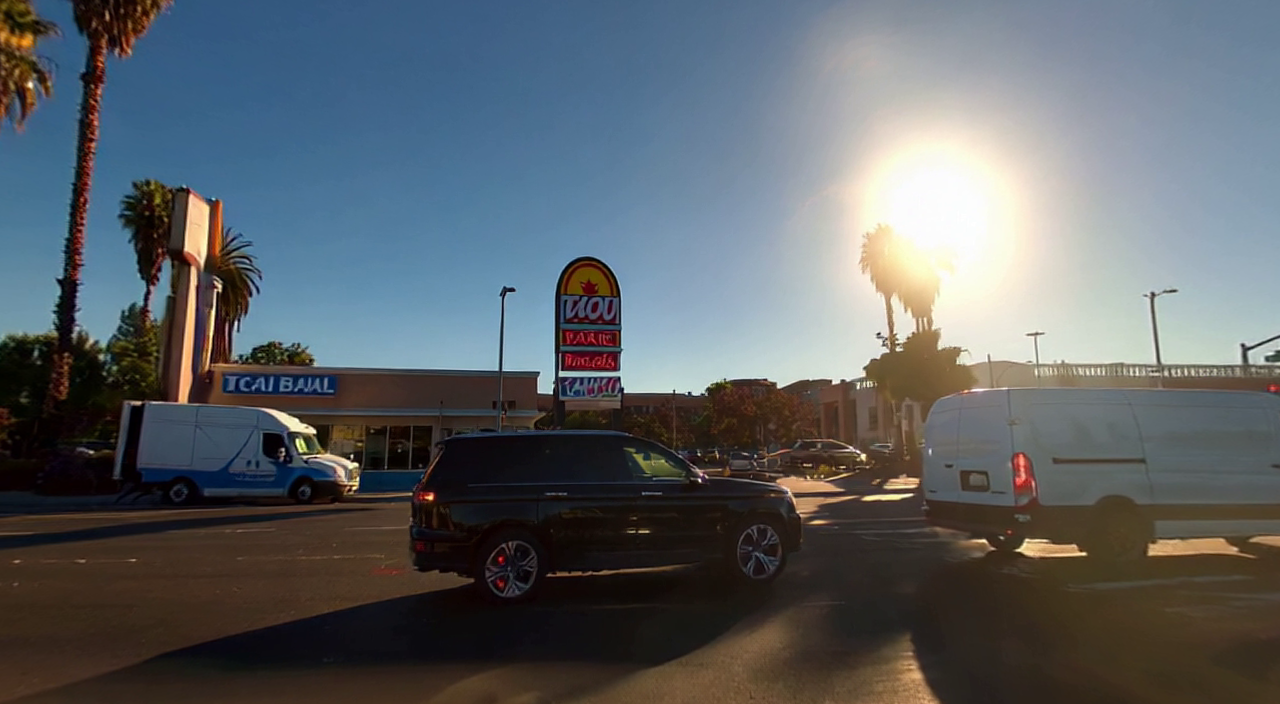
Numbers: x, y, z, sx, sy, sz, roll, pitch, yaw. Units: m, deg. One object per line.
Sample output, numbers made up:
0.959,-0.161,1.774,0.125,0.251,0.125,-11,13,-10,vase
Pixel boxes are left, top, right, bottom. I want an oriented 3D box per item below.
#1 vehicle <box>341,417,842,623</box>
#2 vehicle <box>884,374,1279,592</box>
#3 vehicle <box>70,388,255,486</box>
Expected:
-0.465,1.637,6.830,4.493,1.728,2.137,1,-9,-9,vehicle
6.691,1.548,8.019,6.246,2.202,2.277,1,-9,-7,vehicle
-21.643,4.017,29.439,3.034,3.929,7.699,1,-9,-6,vehicle
